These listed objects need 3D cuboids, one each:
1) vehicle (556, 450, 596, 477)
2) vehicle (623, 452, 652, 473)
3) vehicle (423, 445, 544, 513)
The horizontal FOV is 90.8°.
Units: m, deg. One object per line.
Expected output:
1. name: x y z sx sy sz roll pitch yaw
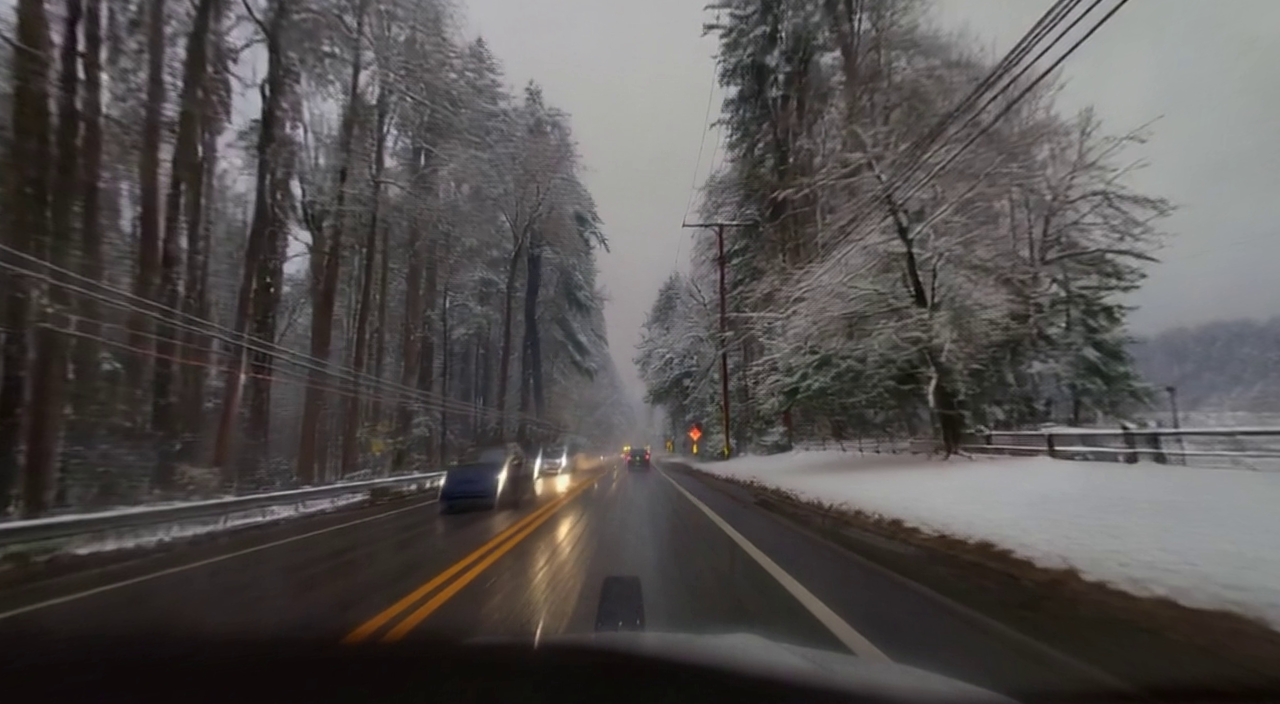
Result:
1. vehicle: -3.908 6.889 39.225 2.065 1.517 4.225 0 -9 0
2. vehicle: -0.219 8.100 46.488 2.067 1.486 3.861 0 -9 -1
3. vehicle: -3.839 3.178 16.355 1.981 1.486 4.348 0 -9 1
